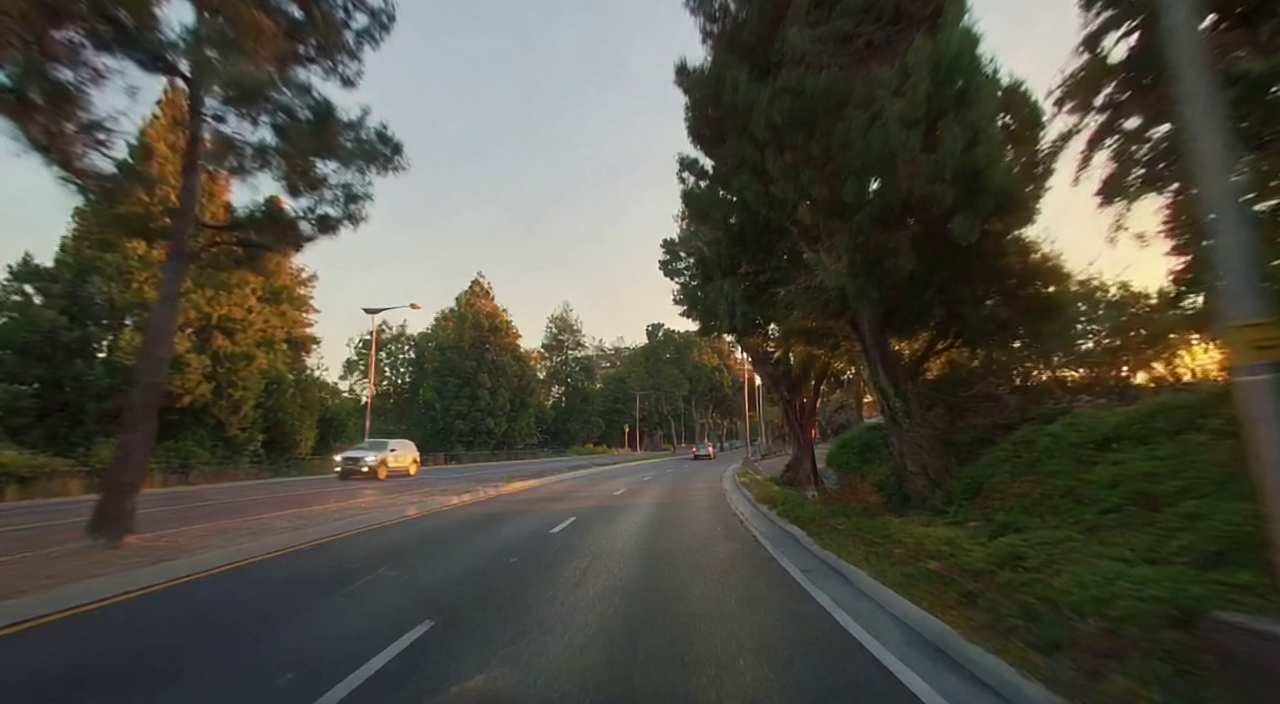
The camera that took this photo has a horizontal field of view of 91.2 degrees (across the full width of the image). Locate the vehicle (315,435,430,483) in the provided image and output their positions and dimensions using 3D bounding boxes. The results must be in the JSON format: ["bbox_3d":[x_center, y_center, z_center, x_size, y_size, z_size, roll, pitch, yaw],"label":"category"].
[{"bbox_3d":[-10.029,4.055,23.942,2.023,1.657,4.394,-1,-9,7],"label":"vehicle"}]
